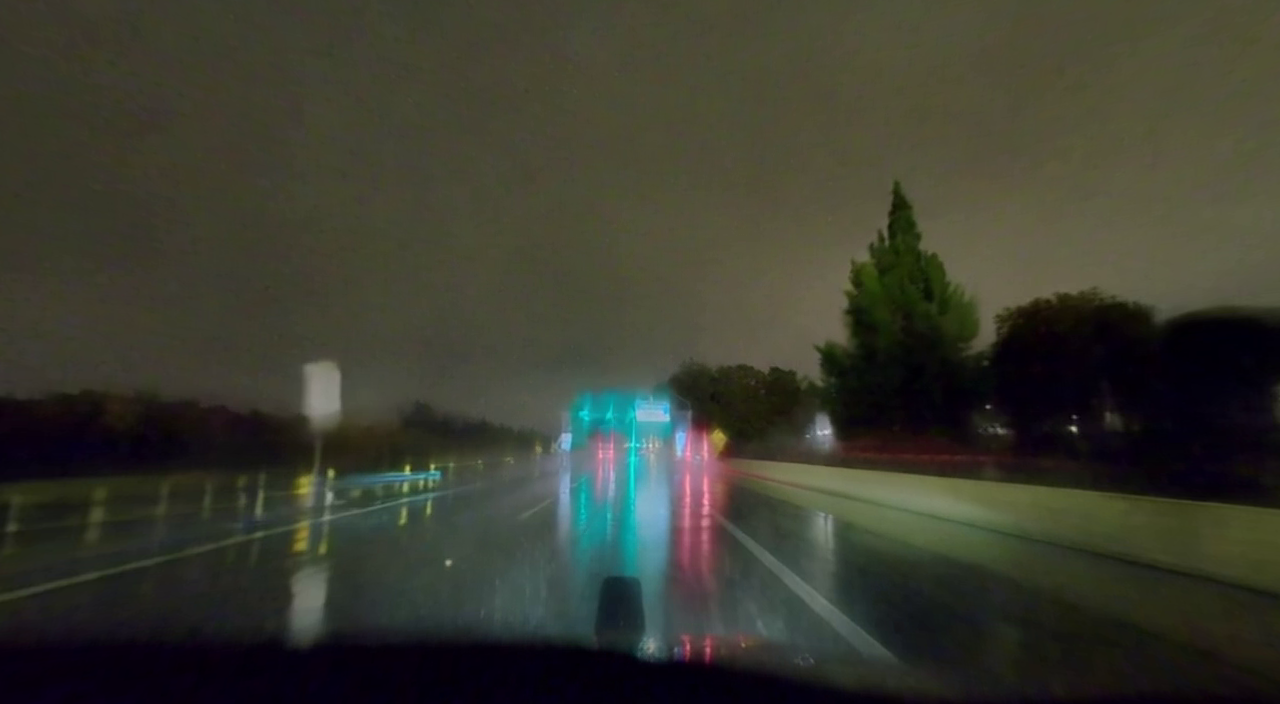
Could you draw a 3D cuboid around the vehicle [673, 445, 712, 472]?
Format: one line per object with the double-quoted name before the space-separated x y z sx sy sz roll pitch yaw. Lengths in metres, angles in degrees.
"vehicle" 3.543 7.286 43.342 2.133 1.746 4.511 0 -9 -1
